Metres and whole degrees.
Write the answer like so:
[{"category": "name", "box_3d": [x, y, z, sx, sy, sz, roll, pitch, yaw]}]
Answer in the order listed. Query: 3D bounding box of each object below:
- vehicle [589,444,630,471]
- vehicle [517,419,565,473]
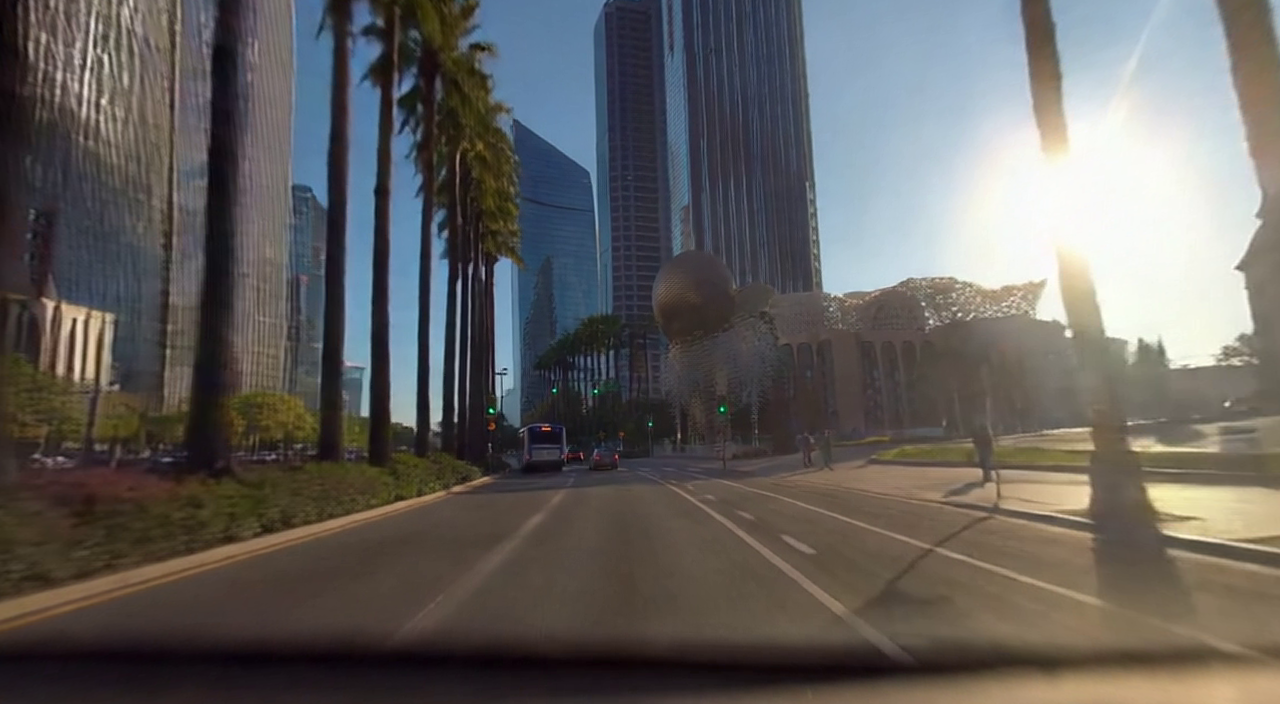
[{"category": "vehicle", "box_3d": [-1.873, 6.246, 37.571, 2.107, 1.481, 4.097, 1, -8, -7]}, {"category": "vehicle", "box_3d": [-6.218, 6.043, 40.637, 2.678, 3.042, 8.474, 1, -8, -7]}]
